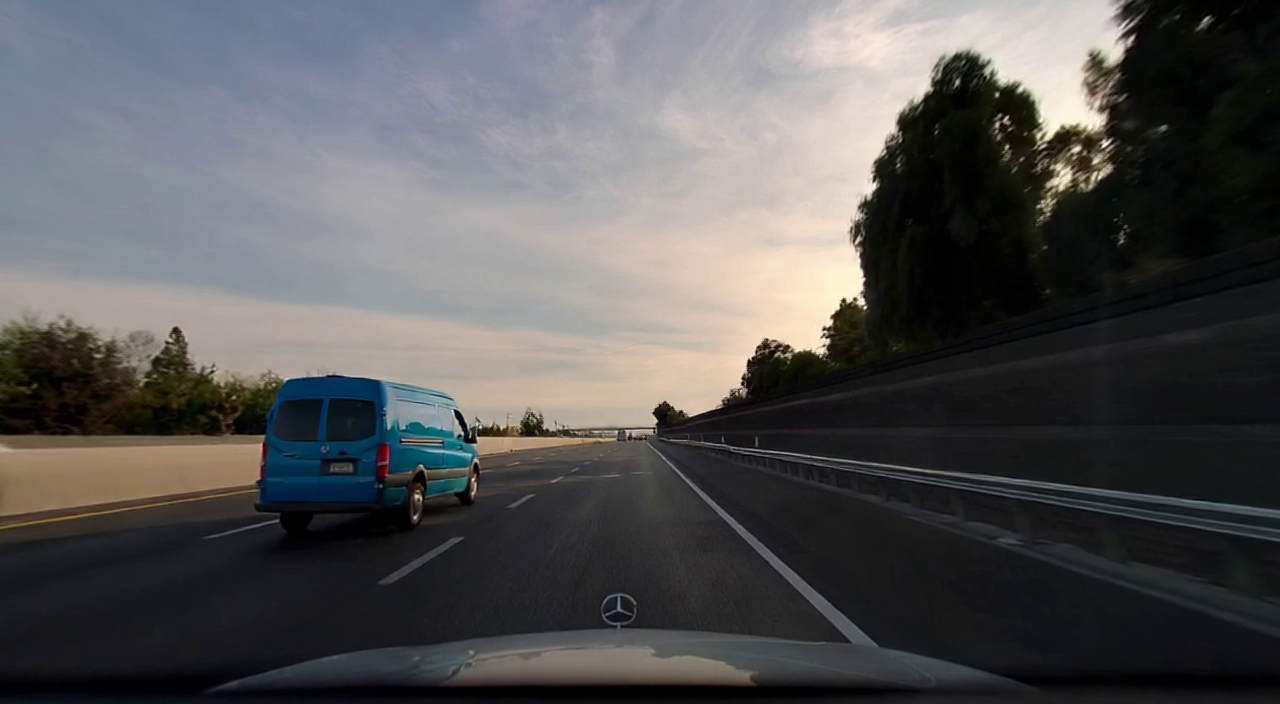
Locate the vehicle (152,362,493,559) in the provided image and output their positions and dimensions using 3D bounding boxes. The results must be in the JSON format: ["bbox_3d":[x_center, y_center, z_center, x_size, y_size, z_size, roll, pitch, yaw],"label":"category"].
[{"bbox_3d":[-3.896,1.461,9.087,2.309,2.053,4.884,0,-8,1],"label":"vehicle"}]
